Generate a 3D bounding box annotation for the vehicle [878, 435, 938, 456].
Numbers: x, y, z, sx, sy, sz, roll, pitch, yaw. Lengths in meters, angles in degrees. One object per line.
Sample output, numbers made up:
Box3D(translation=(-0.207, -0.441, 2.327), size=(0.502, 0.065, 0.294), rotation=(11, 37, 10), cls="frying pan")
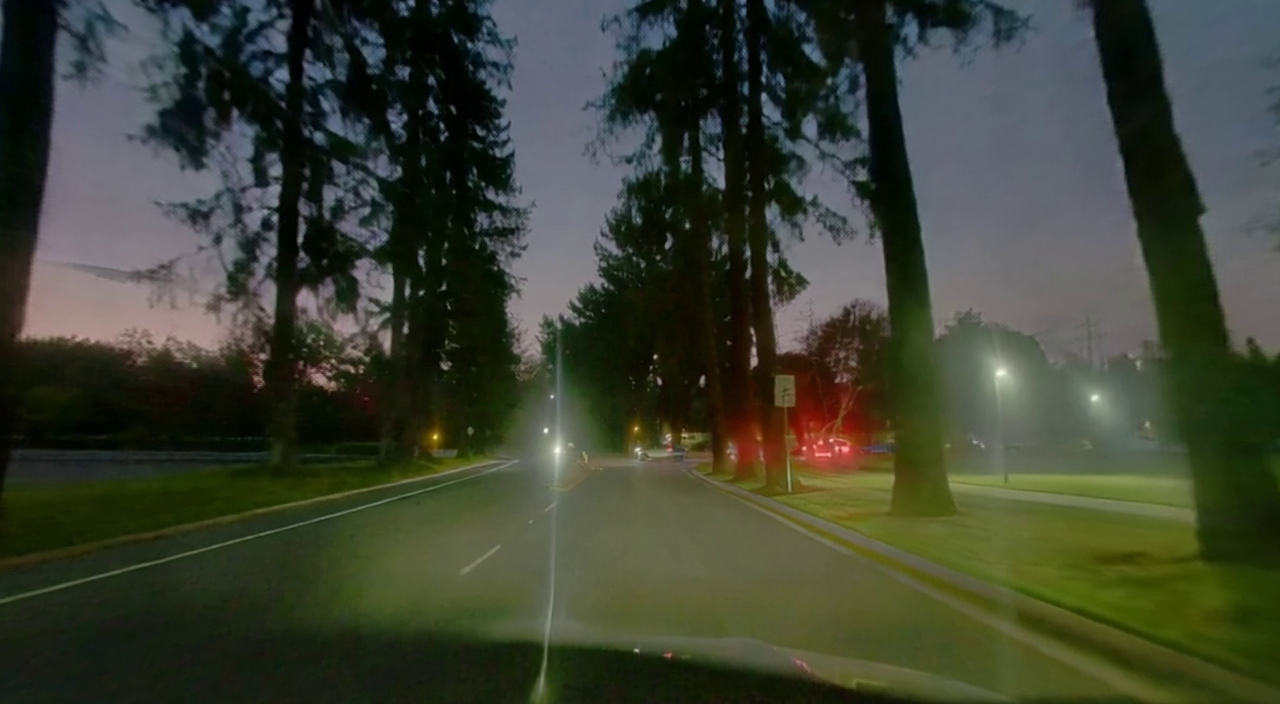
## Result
Box3D(translation=(20.875, 7.330, 49.246), size=(3.830, 1.429, 1.890), rotation=(4, -10, -10), cls="vehicle")
